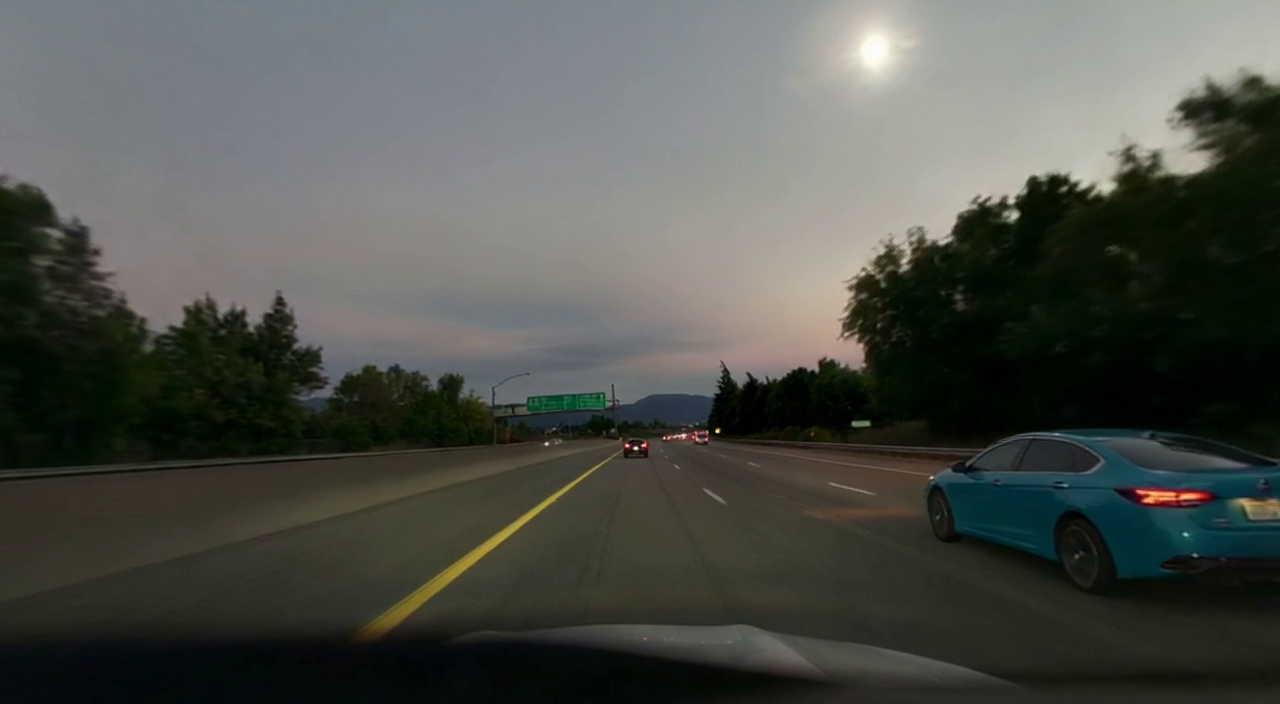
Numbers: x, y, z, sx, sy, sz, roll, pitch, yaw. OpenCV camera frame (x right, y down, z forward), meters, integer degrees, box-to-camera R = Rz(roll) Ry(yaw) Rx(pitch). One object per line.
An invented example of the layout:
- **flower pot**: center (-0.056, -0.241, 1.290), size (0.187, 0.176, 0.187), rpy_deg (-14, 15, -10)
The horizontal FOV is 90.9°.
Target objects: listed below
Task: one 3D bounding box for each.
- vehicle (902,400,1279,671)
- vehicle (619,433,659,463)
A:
- **vehicle**: center (4.393, 1.315, 5.694), size (1.981, 1.467, 4.459), rpy_deg (0, -8, -2)
- **vehicle**: center (-0.079, 5.260, 34.753), size (2.046, 1.526, 3.903), rpy_deg (0, -8, -1)
